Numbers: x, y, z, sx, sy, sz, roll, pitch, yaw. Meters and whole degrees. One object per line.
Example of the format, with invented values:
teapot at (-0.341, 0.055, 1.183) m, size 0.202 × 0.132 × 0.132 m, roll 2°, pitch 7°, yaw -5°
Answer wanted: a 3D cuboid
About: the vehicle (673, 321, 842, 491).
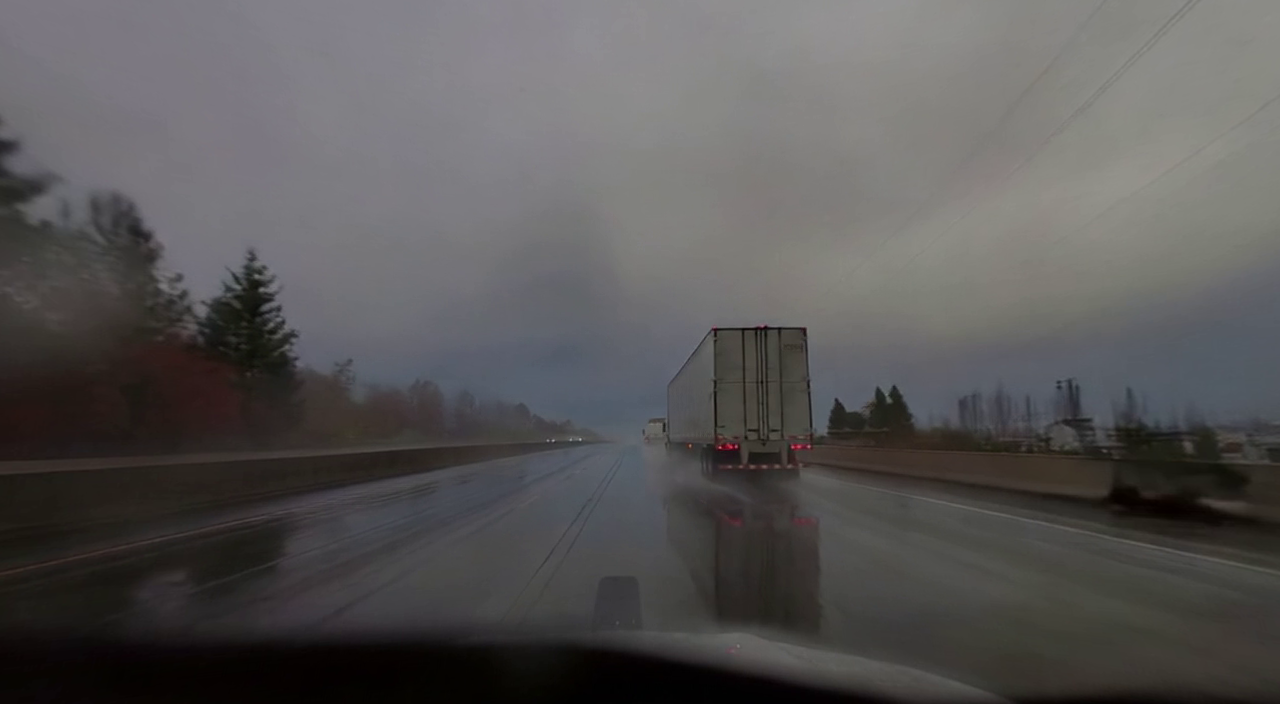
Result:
vehicle at (3.153, 2.224, 22.192) m, size 2.905 × 4.080 × 14.157 m, roll 0°, pitch -8°, yaw -1°
